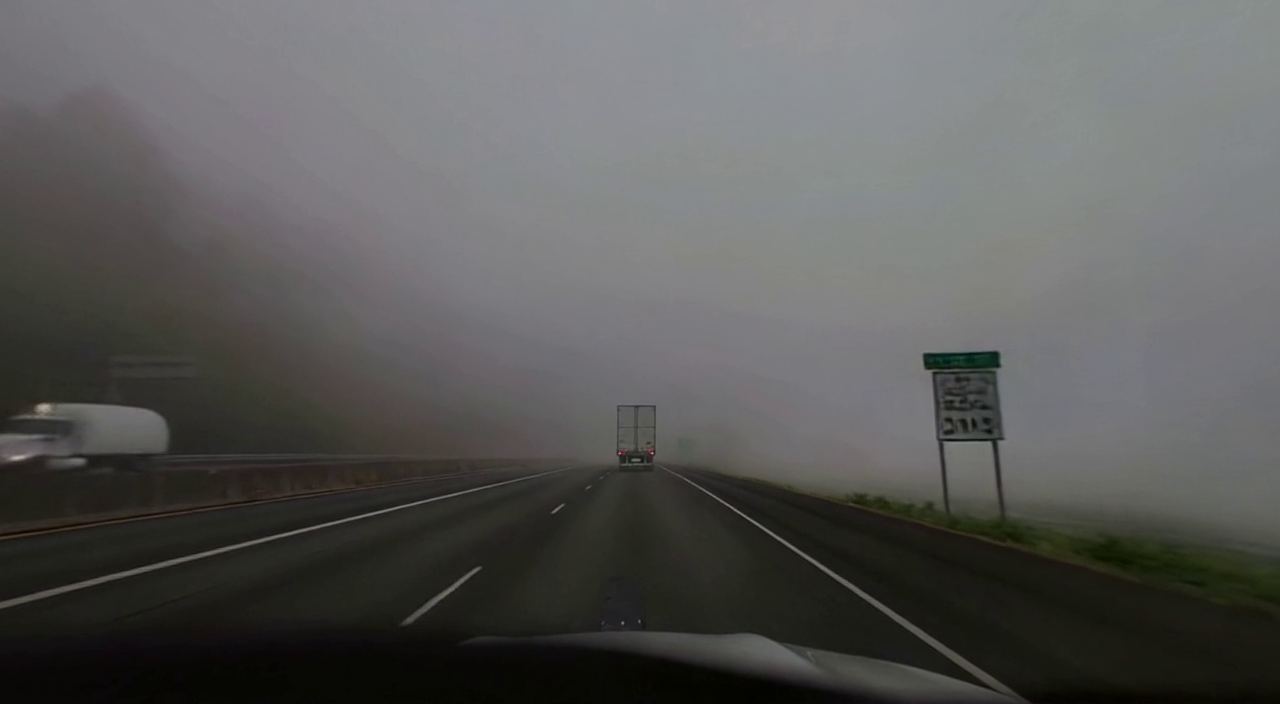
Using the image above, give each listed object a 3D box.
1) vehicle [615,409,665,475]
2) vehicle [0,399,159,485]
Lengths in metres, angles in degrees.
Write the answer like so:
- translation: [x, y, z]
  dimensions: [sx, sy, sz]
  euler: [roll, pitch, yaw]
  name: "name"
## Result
- translation: [-0.002, 6.292, 43.700]
  dimensions: [2.982, 3.947, 11.075]
  euler: [0, -9, 0]
  name: "vehicle"
- translation: [-22.770, 3.521, 24.313]
  dimensions: [2.525, 2.836, 7.355]
  euler: [0, -9, 0]
  name: "vehicle"
